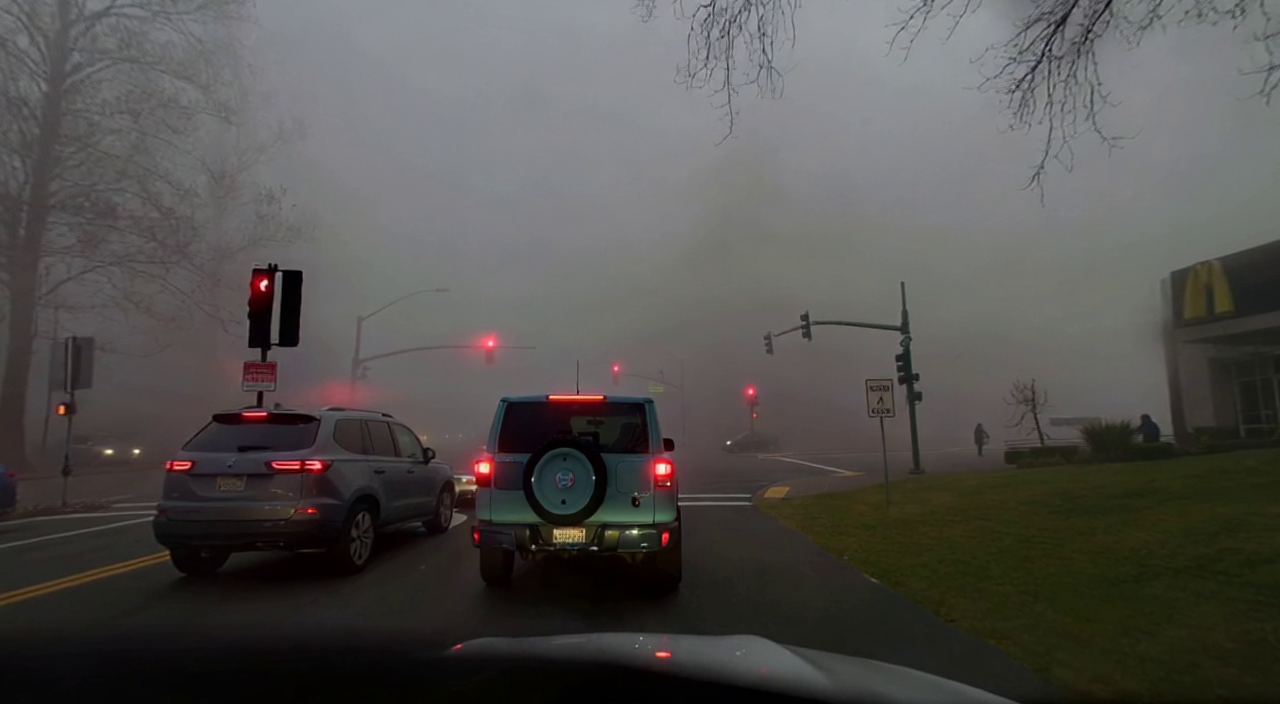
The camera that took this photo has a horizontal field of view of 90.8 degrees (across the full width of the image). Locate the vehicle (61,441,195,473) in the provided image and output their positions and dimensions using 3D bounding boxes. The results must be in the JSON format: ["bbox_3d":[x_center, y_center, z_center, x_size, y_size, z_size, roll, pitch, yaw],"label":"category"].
[{"bbox_3d":[-25.237,5.183,31.372,4.713,1.445,1.887,4,-9,-24],"label":"vehicle"}]

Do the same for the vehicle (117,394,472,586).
[{"bbox_3d":[-3.906,1.652,8.350,2.130,1.819,4.497,0,-8,0],"label":"vehicle"}]

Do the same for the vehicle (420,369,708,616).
[{"bbox_3d":[-0.628,1.432,7.331,2.224,1.923,4.643,0,-8,-1],"label":"vehicle"}]
